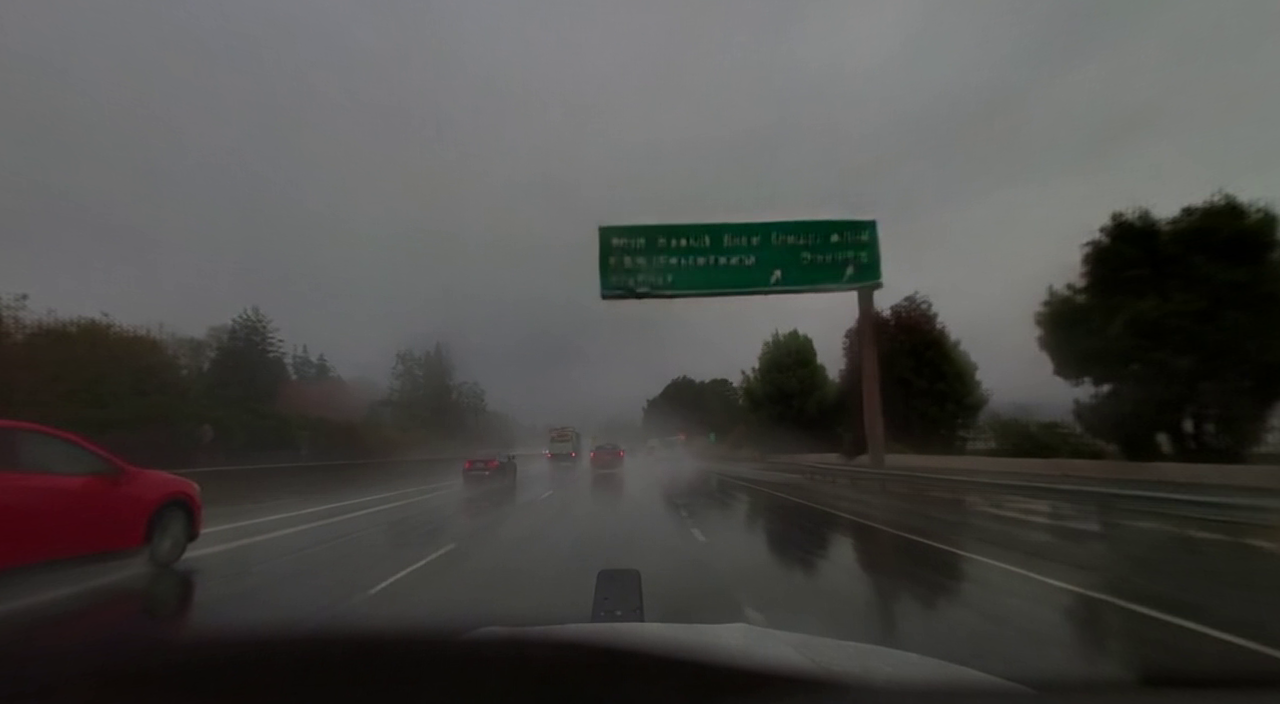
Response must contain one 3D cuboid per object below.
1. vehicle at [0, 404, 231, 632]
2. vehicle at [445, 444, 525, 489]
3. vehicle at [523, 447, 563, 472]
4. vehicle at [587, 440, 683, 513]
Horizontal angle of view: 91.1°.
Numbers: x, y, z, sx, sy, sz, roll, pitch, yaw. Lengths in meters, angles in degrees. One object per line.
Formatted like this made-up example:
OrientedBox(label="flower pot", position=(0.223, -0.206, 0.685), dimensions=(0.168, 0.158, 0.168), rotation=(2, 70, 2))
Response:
OrientedBox(label="vehicle", position=(-5.648, 1.273, 4.996), dimensions=(2.058, 1.626, 4.118), rotation=(0, -9, -2))
OrientedBox(label="vehicle", position=(-5.529, 4.120, 22.944), dimensions=(1.892, 1.481, 4.180), rotation=(0, -9, 0))
OrientedBox(label="vehicle", position=(-5.779, 6.438, 37.860), dimensions=(1.814, 1.417, 3.860), rotation=(0, -9, 0))
OrientedBox(label="vehicle", position=(-0.123, 2.813, 14.590), dimensions=(1.940, 1.451, 3.512), rotation=(0, -9, -1))
